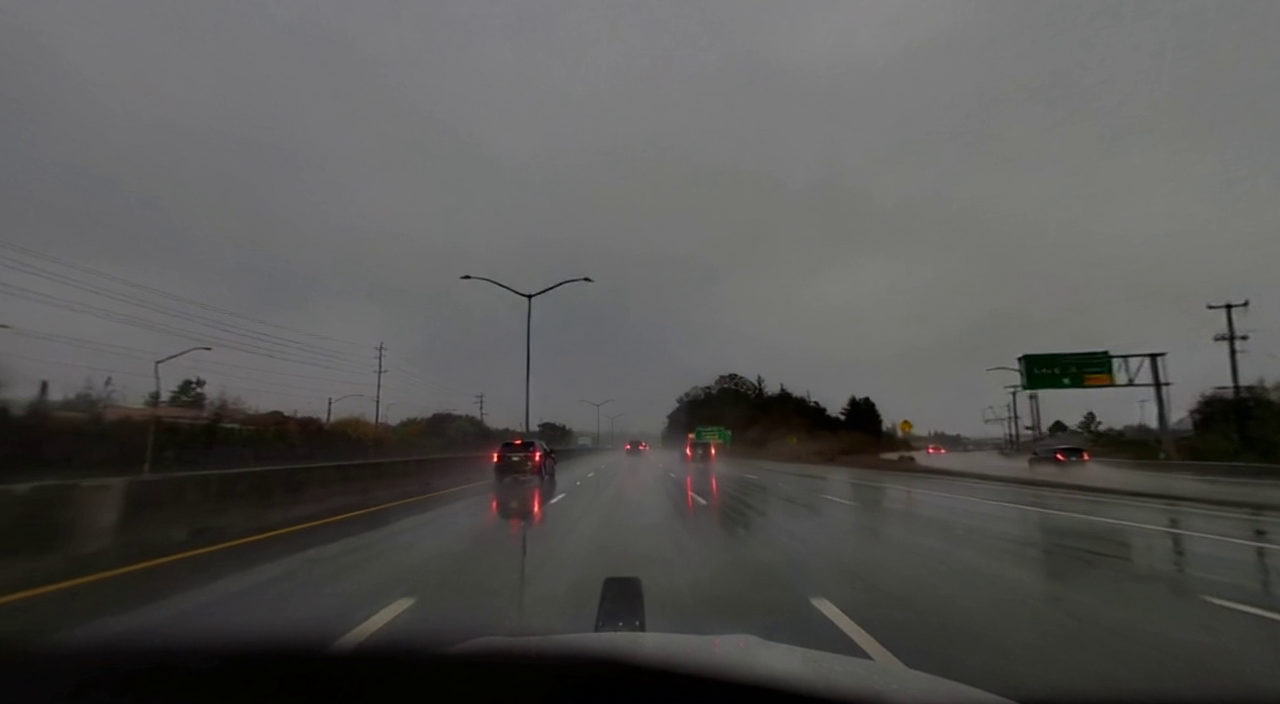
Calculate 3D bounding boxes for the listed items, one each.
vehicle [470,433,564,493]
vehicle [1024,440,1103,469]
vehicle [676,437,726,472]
[{"bbox_3d":[-3.799,3.522,20.424,2.099,1.682,4.590,0,-9,0],"label":"vehicle"},{"bbox_3d":[28.138,6.801,42.213,2.070,1.782,5.006,-1,-9,5],"label":"vehicle"},{"bbox_3d":[2.994,5.139,31.862,1.997,1.638,4.281,0,-9,-1],"label":"vehicle"}]
